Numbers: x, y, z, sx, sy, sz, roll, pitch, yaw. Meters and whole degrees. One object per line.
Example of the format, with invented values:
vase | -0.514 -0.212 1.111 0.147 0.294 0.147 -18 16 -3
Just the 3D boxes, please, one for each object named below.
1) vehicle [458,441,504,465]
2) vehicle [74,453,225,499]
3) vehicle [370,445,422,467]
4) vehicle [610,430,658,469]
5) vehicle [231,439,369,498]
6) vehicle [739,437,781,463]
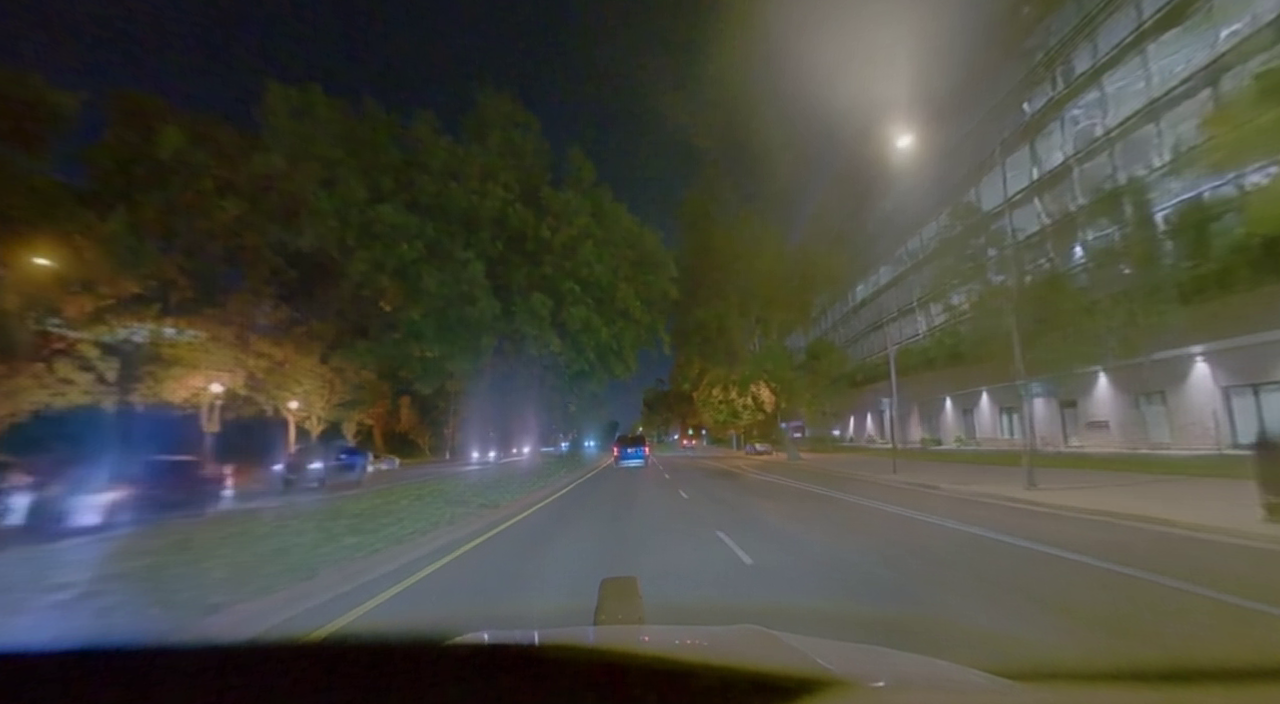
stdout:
vehicle | -10.975 7.023 44.021 1.979 1.605 4.550 0 -9 1
vehicle | -18.016 4.534 23.579 1.876 1.494 4.662 0 -9 0
vehicle | -18.012 7.689 46.912 2.003 1.533 4.691 0 -9 0
vehicle | -0.325 5.341 34.630 2.411 1.937 5.186 0 -9 -1
vehicle | -10.970 3.764 20.847 1.994 1.678 4.605 0 -9 0
vehicle | 8.637 7.104 46.002 2.364 1.781 4.854 0 -9 3
